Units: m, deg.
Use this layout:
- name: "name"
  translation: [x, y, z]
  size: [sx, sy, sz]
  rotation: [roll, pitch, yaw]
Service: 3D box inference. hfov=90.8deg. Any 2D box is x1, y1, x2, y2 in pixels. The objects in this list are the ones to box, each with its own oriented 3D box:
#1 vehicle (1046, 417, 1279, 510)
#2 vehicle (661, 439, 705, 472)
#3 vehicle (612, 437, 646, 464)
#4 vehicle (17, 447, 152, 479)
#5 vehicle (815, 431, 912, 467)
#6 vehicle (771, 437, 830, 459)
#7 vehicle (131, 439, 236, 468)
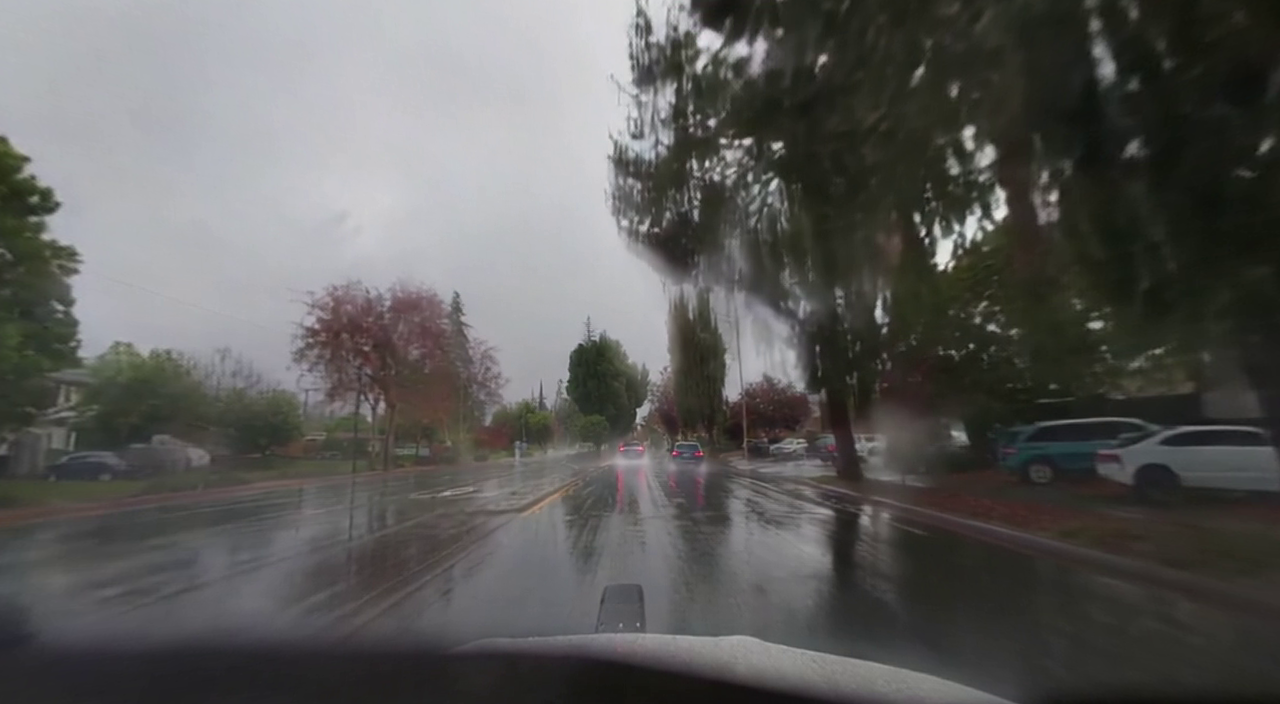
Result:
- name: "vehicle"
  translation: [10.726, 2.173, 12.688]
  size: [1.903, 1.569, 3.751]
  rotation: [6, -10, -32]
- name: "vehicle"
  translation: [2.196, 5.417, 33.273]
  size: [2.003, 1.614, 4.072]
  rotation: [0, -8, -1]
- name: "vehicle"
  translation: [-0.838, 7.430, 47.935]
  size: [2.488, 1.881, 4.814]
  rotation: [0, -8, -1]
- name: "vehicle"
  translation: [-28.094, 5.626, 32.199]
  size: [4.796, 1.478, 1.947]
  rotation: [5, -10, -32]
- name: "vehicle"
  translation: [11.132, 4.871, 31.676]
  size: [2.047, 1.682, 4.074]
  rotation: [8, -12, -40]
- name: "vehicle"
  translation: [11.032, 6.577, 43.538]
  size: [3.486, 1.431, 1.799]
  rotation: [-7, -11, 43]
- name: "vehicle"
  translation: [-33.697, 7.518, 46.902]
  size: [5.899, 1.996, 2.367]
  rotation: [5, -9, -29]
